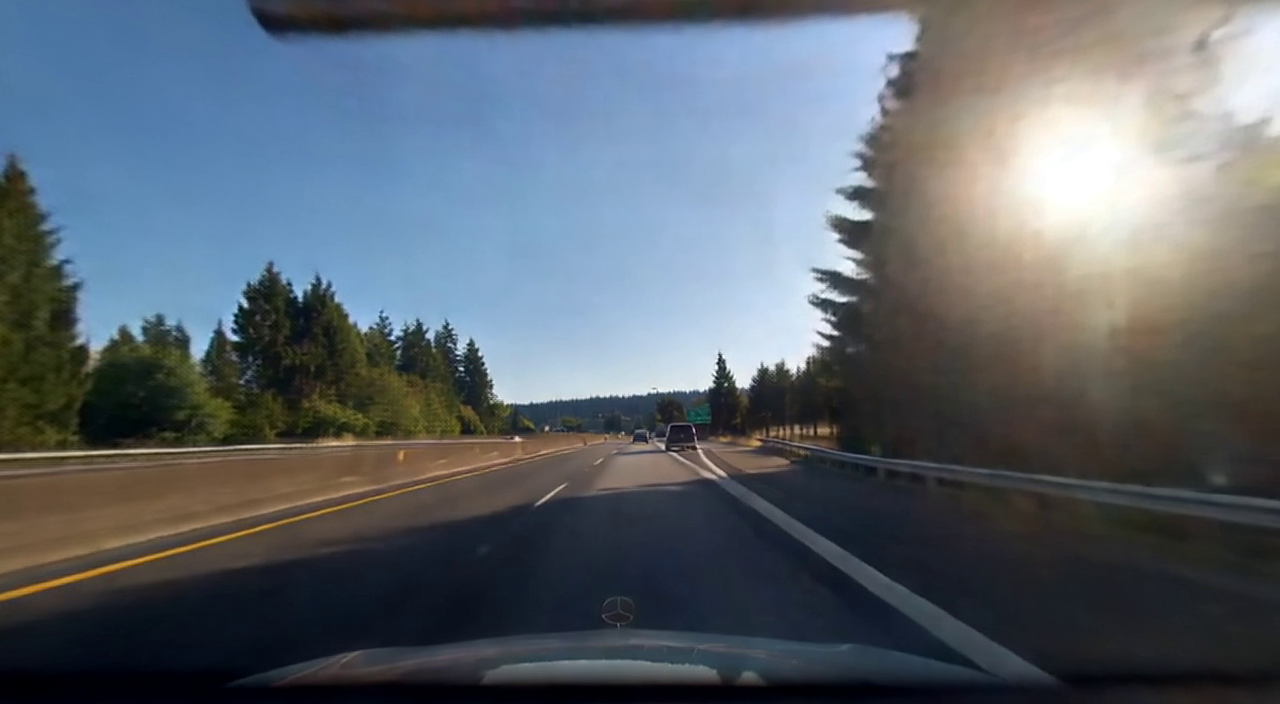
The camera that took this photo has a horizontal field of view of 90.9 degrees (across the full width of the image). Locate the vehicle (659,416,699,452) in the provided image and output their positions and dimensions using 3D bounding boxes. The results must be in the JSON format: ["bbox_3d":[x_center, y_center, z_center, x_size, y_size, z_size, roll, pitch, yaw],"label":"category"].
[{"bbox_3d":[2.604,5.636,43.362,2.450,2.314,4.753,0,-8,0],"label":"vehicle"}]
